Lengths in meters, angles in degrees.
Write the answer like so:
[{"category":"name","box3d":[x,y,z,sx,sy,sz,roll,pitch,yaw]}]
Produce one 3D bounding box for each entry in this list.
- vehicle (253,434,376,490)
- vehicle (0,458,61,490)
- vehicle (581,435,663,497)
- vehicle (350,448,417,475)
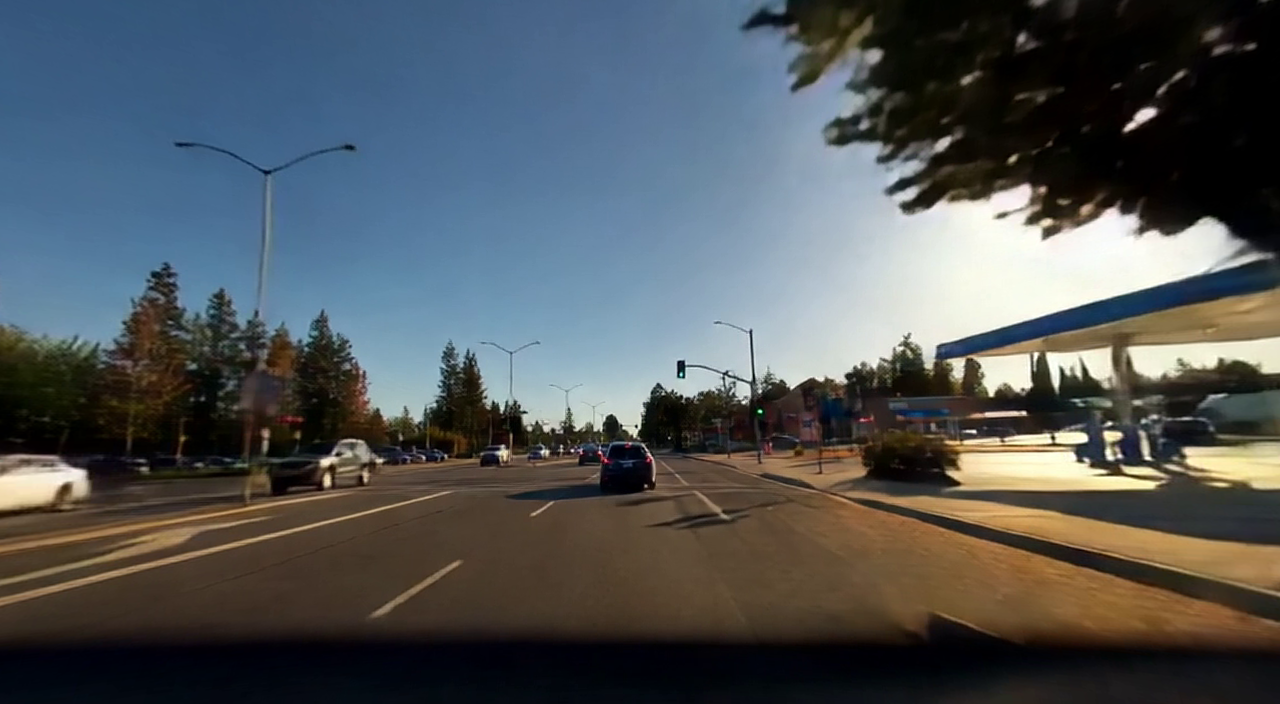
[{"category":"vehicle","box3d":[-12.657,4.287,24.946,2.161,1.950,4.962,0,-8,0]},{"category":"vehicle","box3d":[-33.507,6.371,32.977,4.377,1.521,1.965,0,-8,1]},{"category":"vehicle","box3d":[-0.441,3.157,17.903,2.062,1.519,4.214,0,-8,0]},{"category":"vehicle","box3d":[-15.455,6.599,38.227,1.960,1.508,4.794,0,-8,1]}]
